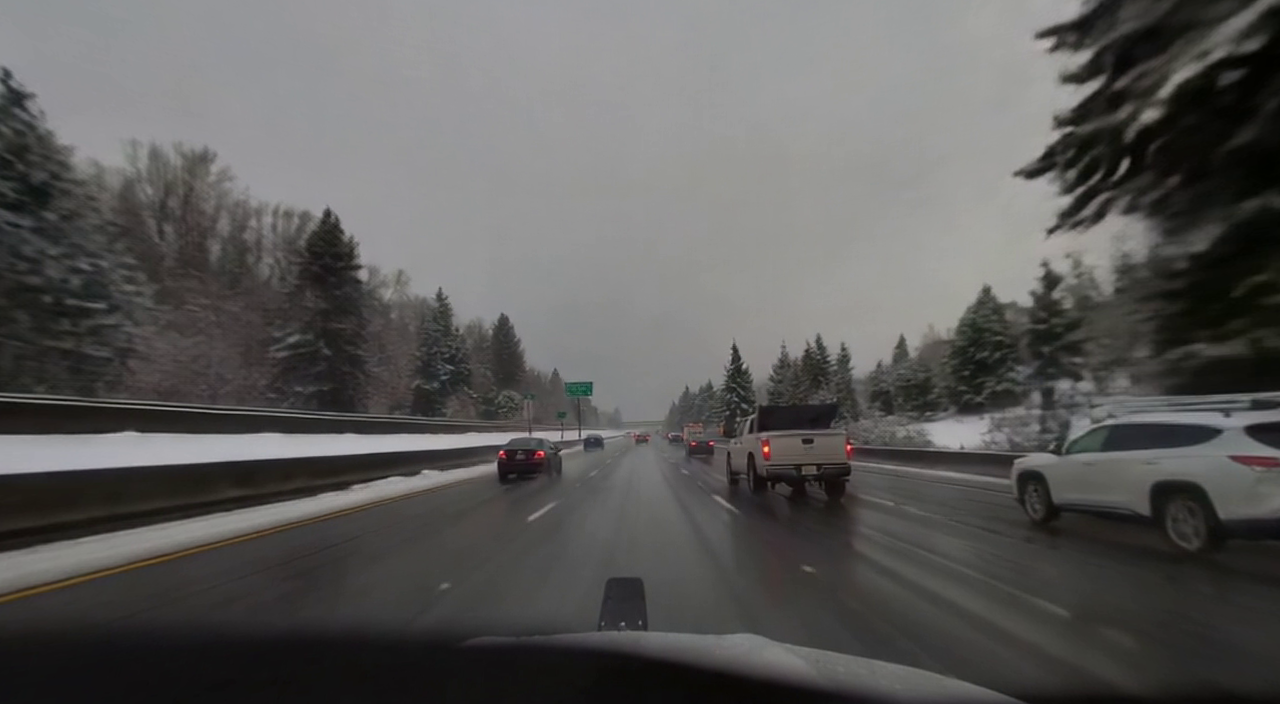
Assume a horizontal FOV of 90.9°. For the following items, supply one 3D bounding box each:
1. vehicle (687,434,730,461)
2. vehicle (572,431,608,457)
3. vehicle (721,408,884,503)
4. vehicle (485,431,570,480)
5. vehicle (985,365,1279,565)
[{"bbox_3d":[3.879,5.494,36.440,1.953,1.480,4.053,0,-8,-1],"label":"vehicle"},{"bbox_3d":[-3.361,6.285,43.038,2.020,1.628,4.248,0,-8,1],"label":"vehicle"},{"bbox_3d":[3.667,2.512,15.680,2.517,1.935,5.552,0,-8,-1],"label":"vehicle"},{"bbox_3d":[-3.591,3.404,20.986,1.978,1.473,4.073,0,-8,1],"label":"vehicle"},{"bbox_3d":[7.502,1.469,8.661,2.291,1.968,5.662,0,-8,0],"label":"vehicle"}]
